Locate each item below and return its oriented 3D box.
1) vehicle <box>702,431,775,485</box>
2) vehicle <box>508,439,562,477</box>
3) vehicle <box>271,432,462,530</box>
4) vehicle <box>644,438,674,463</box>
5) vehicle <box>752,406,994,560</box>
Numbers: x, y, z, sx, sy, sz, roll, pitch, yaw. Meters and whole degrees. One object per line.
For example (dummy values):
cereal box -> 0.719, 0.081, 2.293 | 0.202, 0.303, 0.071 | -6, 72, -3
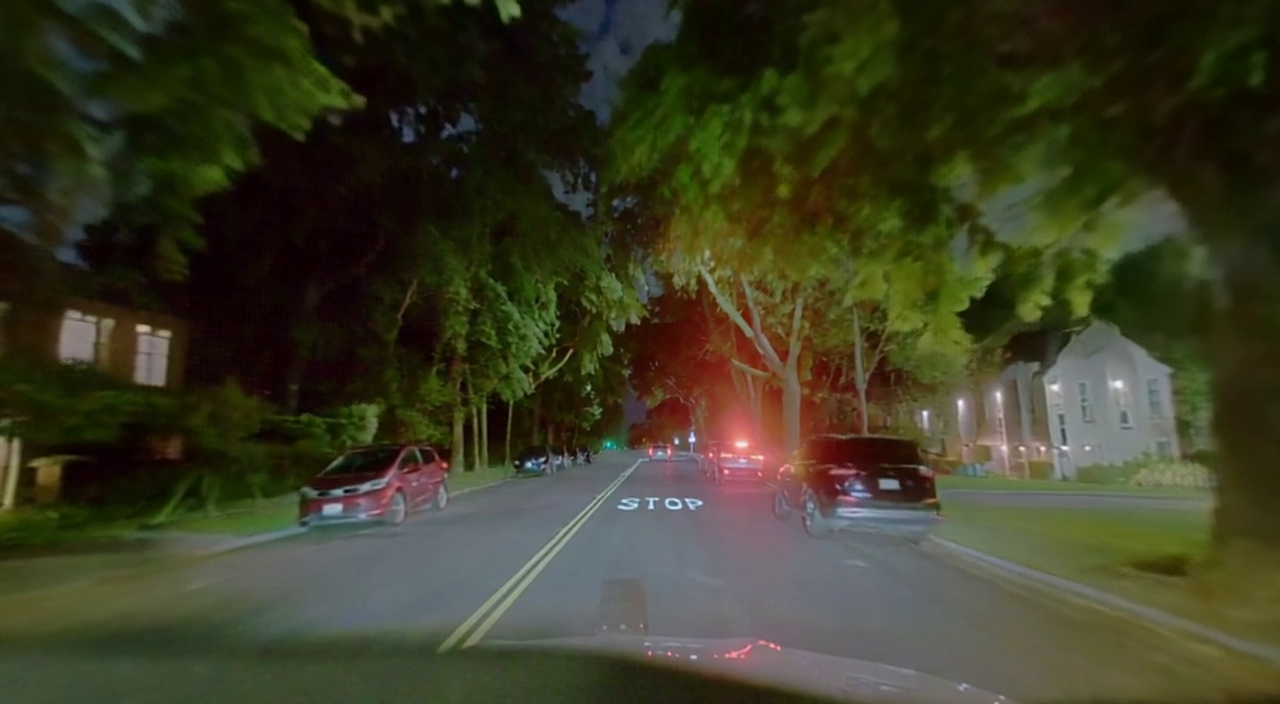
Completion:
vehicle -> 3.585, 3.962, 23.881 | 1.970, 1.801, 4.721 | 0, -8, -1
vehicle -> -4.937, 5.006, 30.186 | 1.955, 1.659, 4.324 | 1, -8, -2
vehicle -> -5.495, 2.598, 13.456 | 2.007, 1.709, 4.502 | 0, -8, 0
vehicle -> 1.401, 7.290, 46.921 | 2.172, 1.722, 4.201 | 0, -8, 1
vehicle -> 3.213, 1.906, 10.045 | 2.117, 1.807, 4.964 | 0, -8, 2
